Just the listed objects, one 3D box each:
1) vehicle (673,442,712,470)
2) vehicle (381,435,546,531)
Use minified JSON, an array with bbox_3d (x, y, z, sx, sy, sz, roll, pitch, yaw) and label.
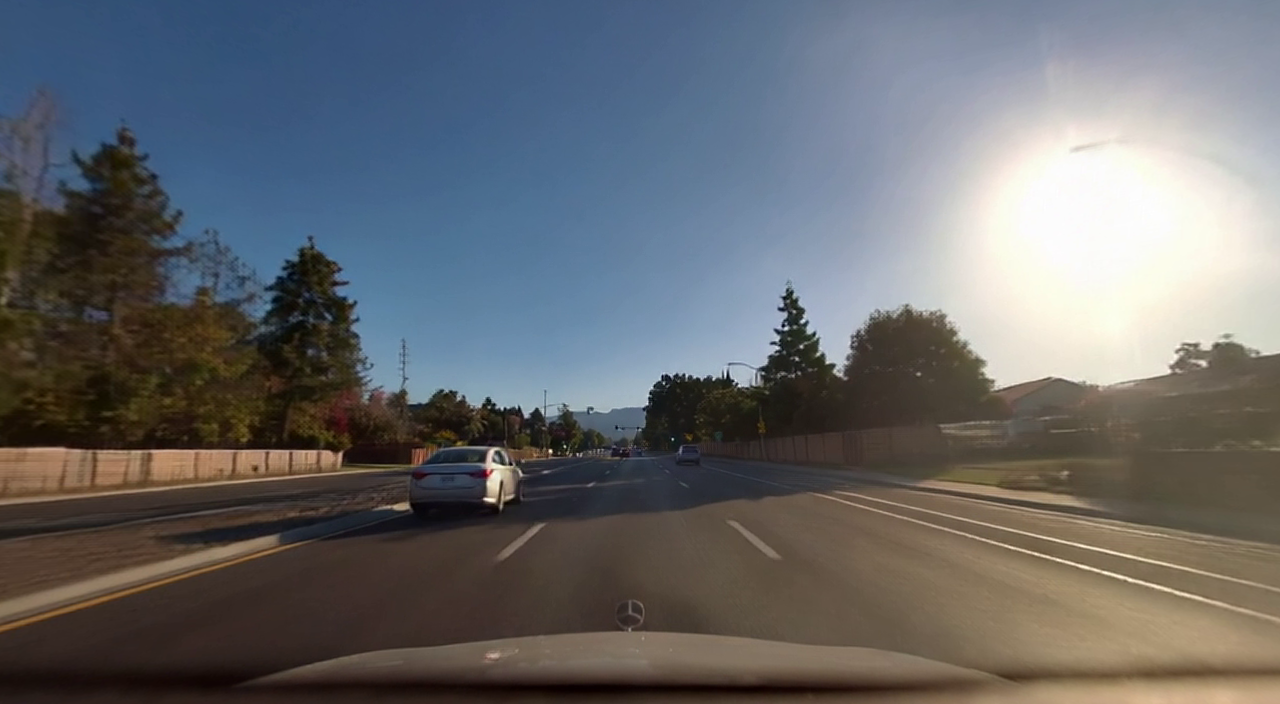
[{"bbox_3d":[3.432,6.903,42.088,2.114,1.780,4.445,0,-8,-1],"label":"vehicle"},{"bbox_3d":[-3.193,2.455,12.471,1.966,1.524,4.410,0,-8,0],"label":"vehicle"}]
